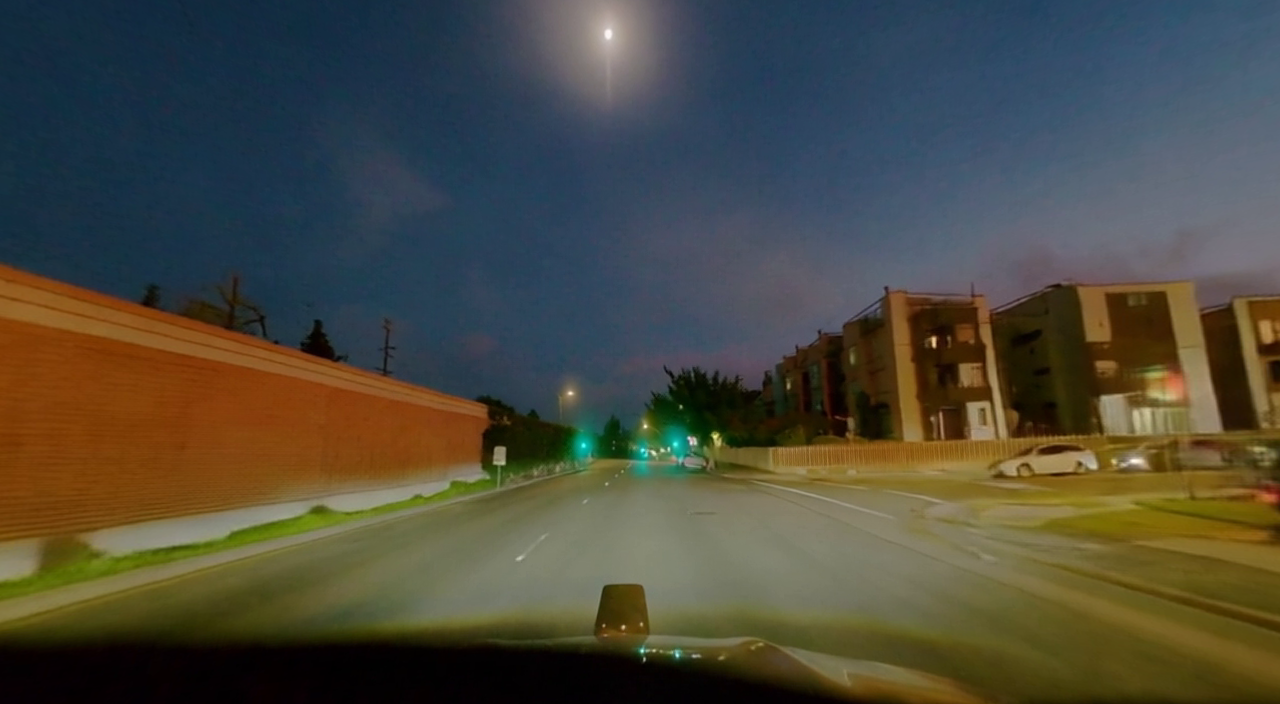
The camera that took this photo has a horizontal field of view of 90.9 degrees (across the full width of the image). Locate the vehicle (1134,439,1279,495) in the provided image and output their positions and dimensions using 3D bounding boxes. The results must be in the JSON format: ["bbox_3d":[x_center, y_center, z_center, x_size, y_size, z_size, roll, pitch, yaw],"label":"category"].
[{"bbox_3d":[17.764,3.456,19.268,2.149,1.478,4.695,-3,-10,11],"label":"vehicle"}]

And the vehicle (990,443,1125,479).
[{"bbox_3d":[19.041,5.014,28.896,4.697,1.502,2.124,2,-10,-4],"label":"vehicle"}]
